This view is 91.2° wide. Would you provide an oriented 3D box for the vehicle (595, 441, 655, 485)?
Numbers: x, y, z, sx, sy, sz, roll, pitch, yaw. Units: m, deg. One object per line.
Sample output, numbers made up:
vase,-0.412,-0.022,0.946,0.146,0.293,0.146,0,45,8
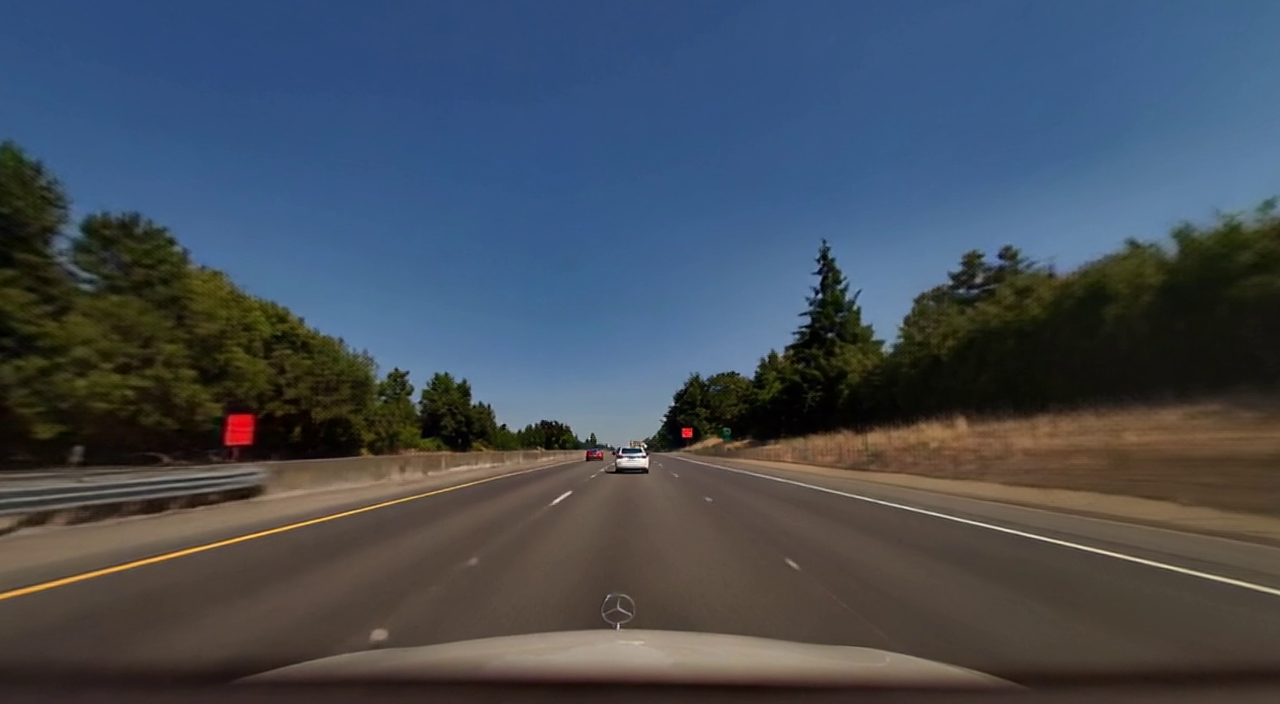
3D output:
vehicle,-0.548,4.158,23.800,2.066,1.490,3.759,0,-9,-1
